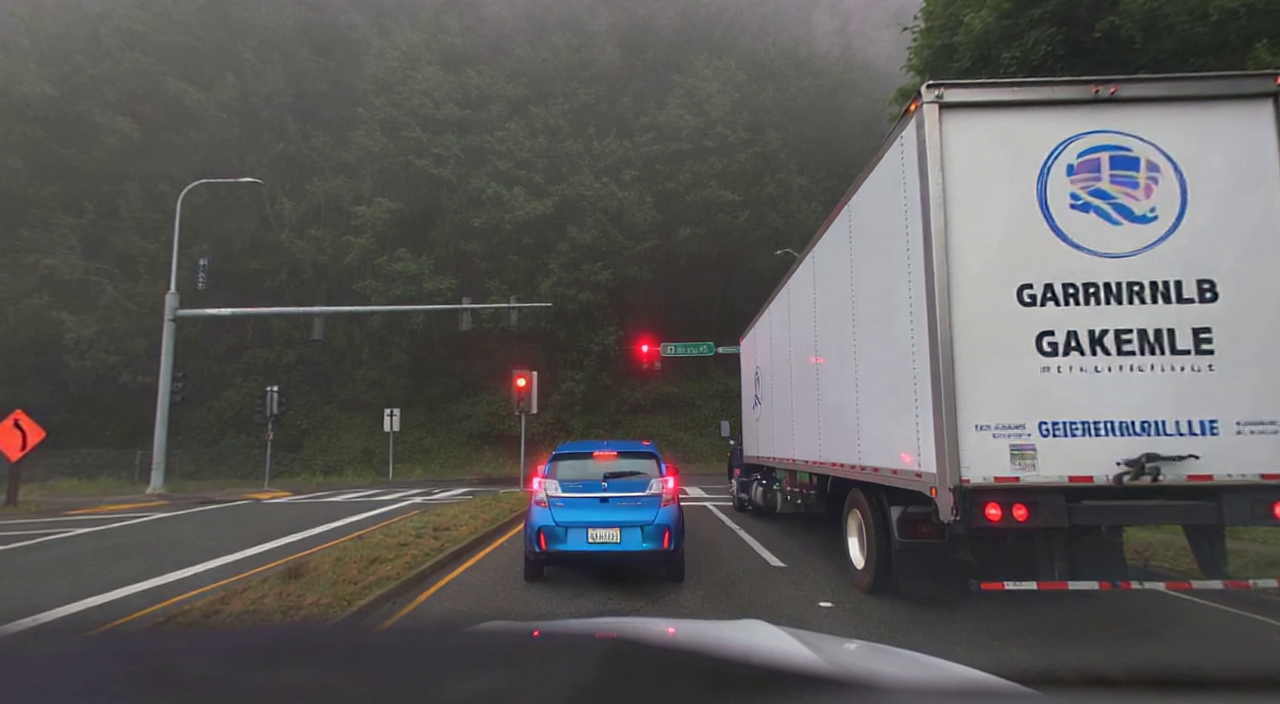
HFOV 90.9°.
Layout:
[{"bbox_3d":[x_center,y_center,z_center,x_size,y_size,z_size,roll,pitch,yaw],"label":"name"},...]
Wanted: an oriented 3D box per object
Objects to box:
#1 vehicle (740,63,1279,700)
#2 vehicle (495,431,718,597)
[{"bbox_3d":[3.507,0.783,8.528,2.884,3.753,9.763,0,-9,1],"label":"vehicle"},{"bbox_3d":[-0.332,1.715,7.429,1.975,1.457,3.526,0,-9,-1],"label":"vehicle"}]
